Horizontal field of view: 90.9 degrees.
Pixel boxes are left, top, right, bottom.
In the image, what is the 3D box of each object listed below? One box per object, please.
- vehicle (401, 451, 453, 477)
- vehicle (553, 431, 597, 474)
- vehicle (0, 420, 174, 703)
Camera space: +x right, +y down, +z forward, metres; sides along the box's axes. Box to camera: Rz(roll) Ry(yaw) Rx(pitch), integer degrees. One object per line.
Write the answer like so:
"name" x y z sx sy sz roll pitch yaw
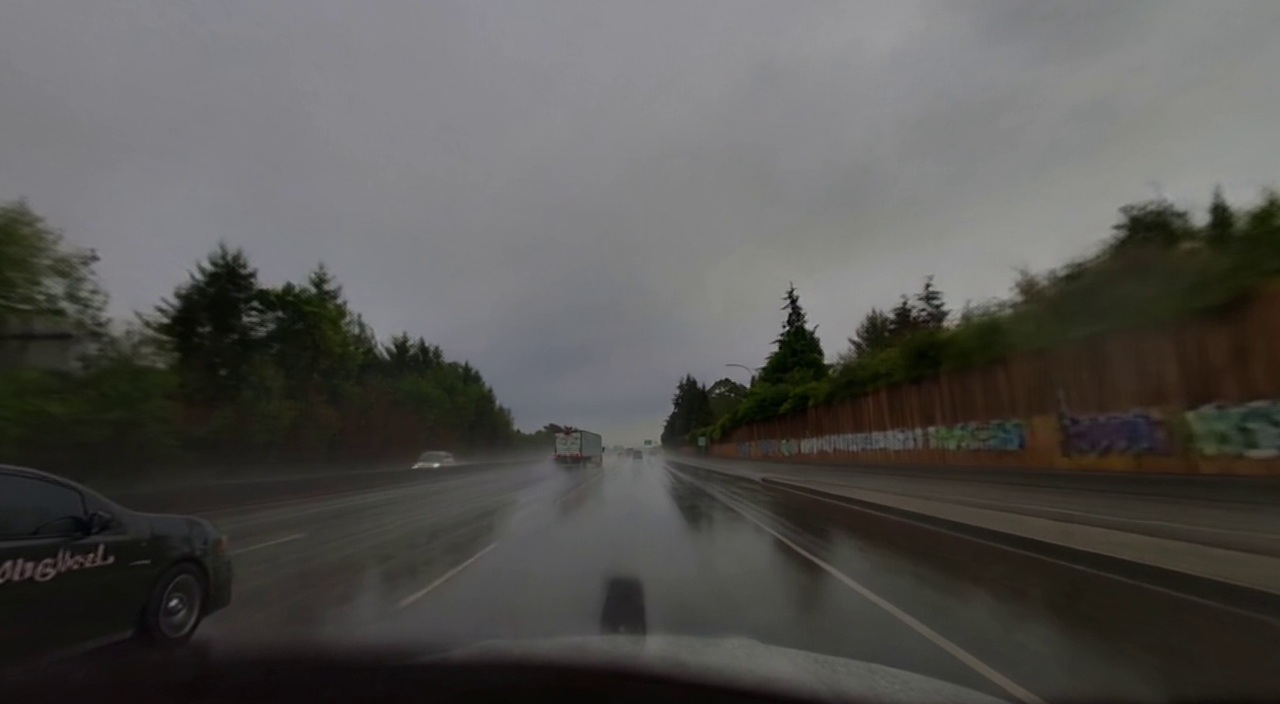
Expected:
"vehicle" -13.193 6.938 39.239 1.822 1.492 4.091 0 -9 0
"vehicle" -4.118 6.488 40.707 2.305 2.517 5.486 0 -9 0
"vehicle" -4.413 0.947 2.260 2.024 1.476 4.466 0 -9 1
